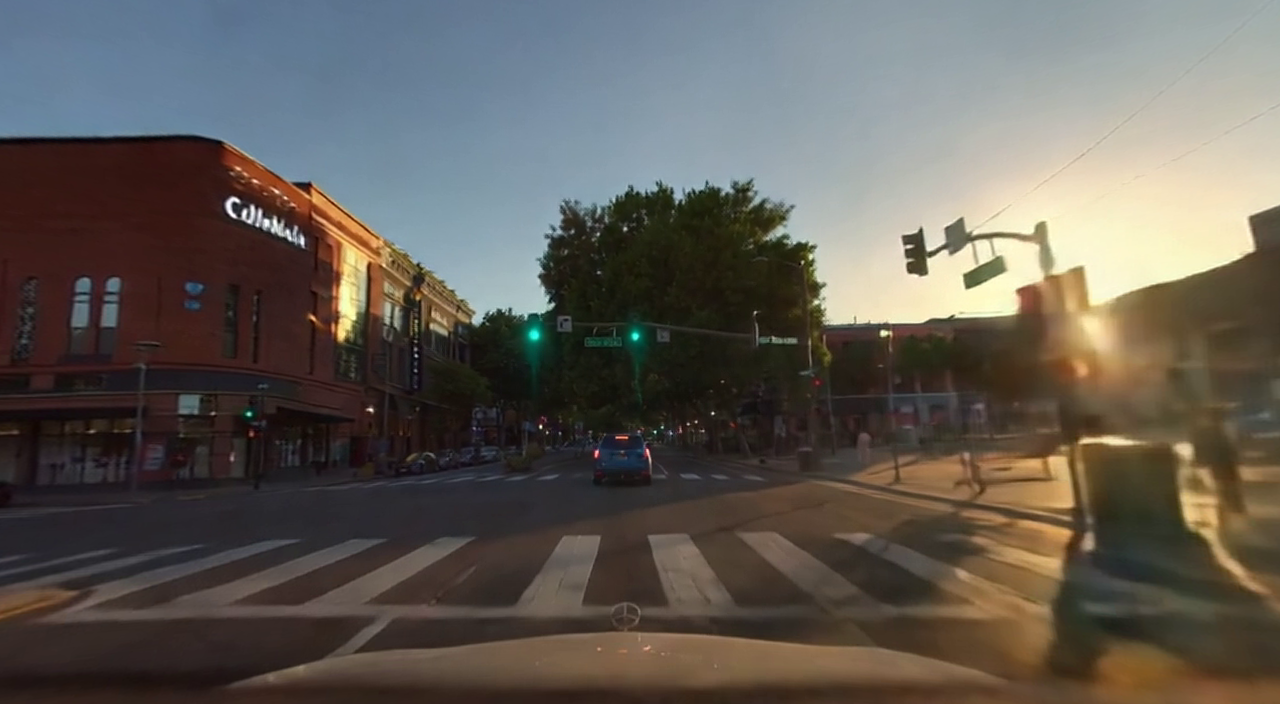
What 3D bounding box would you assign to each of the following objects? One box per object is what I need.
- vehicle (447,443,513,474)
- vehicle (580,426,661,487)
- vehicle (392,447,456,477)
[{"bbox_3d":[-8.319,5.574,33.331,2.152,1.468,4.737,0,-8,1],"label":"vehicle"},{"bbox_3d":[-0.575,3.424,21.040,2.382,1.796,4.610,0,-8,0],"label":"vehicle"},{"bbox_3d":[-11.781,6.024,34.803,1.972,1.475,4.381,0,-8,0],"label":"vehicle"}]
